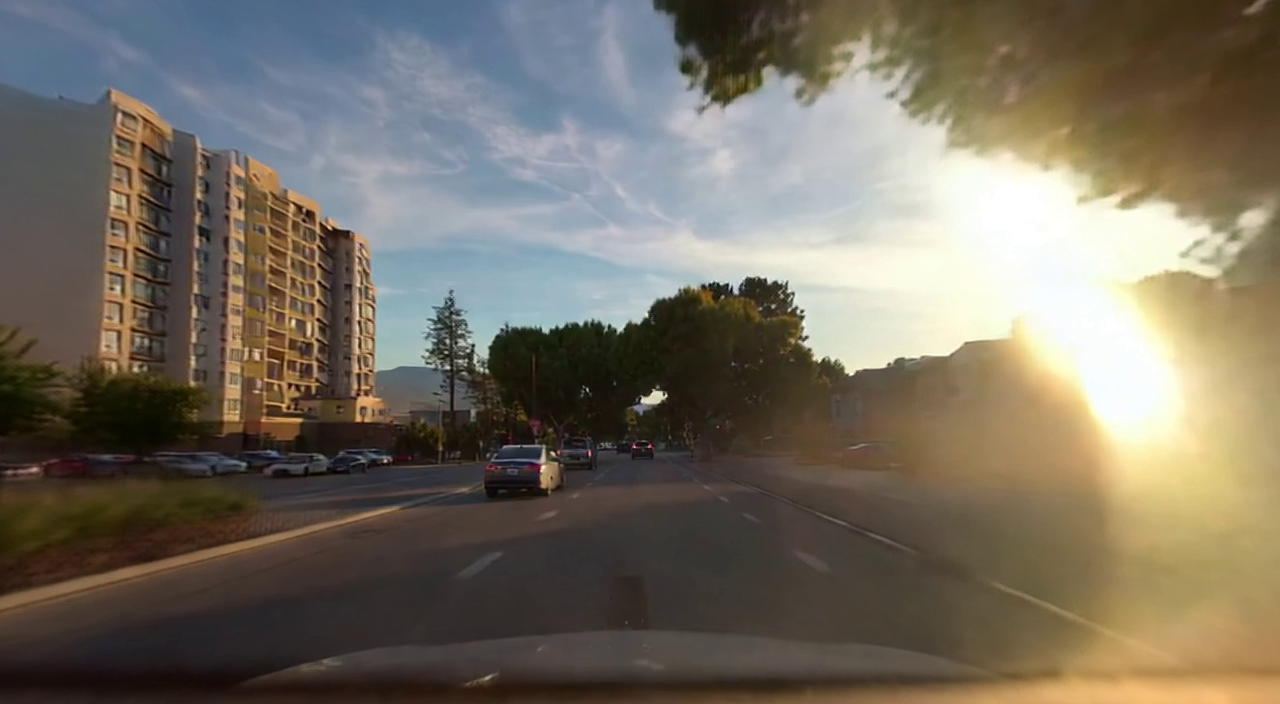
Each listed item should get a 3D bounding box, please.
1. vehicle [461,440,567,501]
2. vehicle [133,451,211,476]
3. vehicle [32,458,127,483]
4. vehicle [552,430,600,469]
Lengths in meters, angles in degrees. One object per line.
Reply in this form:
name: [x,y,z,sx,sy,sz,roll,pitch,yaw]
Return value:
vehicle: [-3.207,3.119,17.000,1.959,1.406,4.272,0,-8,0]
vehicle: [-36.942,8.761,49.838,4.402,1.868,2.071,0,-9,-3]
vehicle: [-36.893,7.764,41.515,4.456,1.533,1.879,0,-9,1]
vehicle: [-3.461,5.384,35.012,2.152,1.987,4.527,0,-8,1]
